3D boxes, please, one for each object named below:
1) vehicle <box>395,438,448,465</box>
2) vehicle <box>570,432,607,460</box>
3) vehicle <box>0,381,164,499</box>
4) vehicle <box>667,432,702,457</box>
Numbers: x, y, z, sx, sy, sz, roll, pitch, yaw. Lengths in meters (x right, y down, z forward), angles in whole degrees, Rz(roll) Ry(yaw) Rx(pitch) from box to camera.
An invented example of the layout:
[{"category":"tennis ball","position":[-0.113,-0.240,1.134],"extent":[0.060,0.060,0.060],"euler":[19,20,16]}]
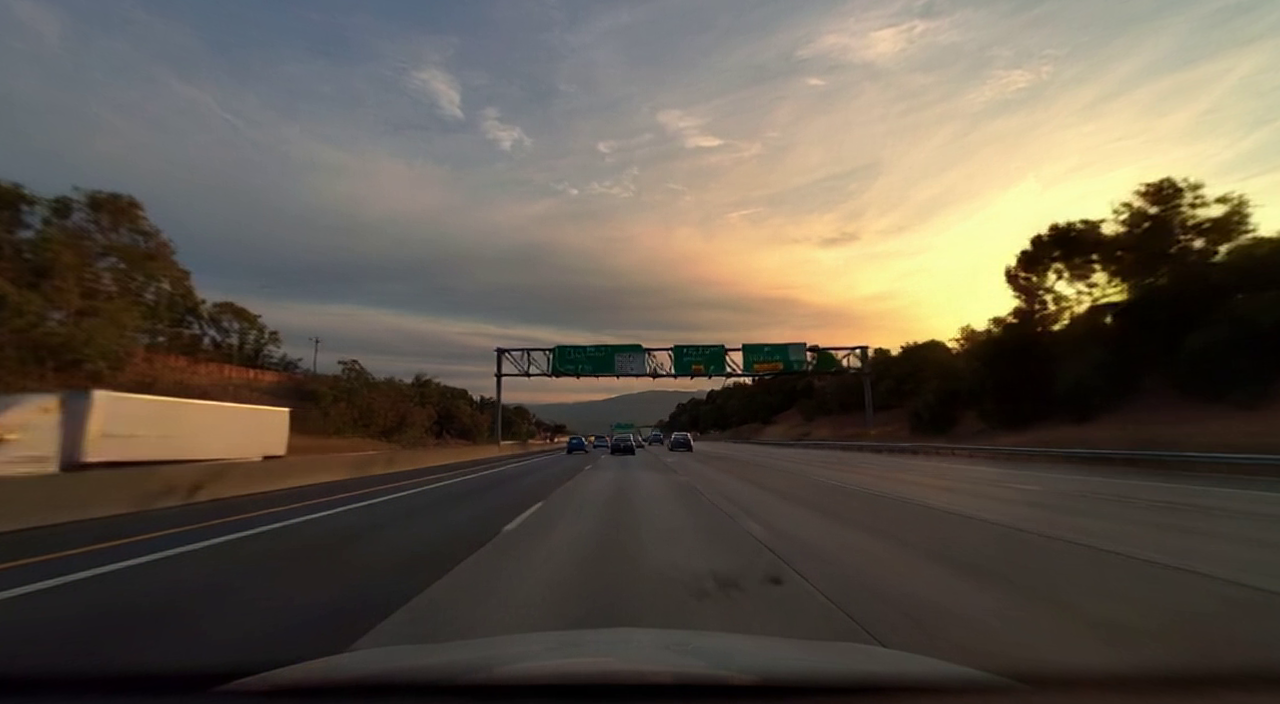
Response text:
[{"category":"vehicle","position":[-13.883,6.349,40.250],"extent":[1.955,1.610,4.076],"euler":[0,-8,0]},{"category":"vehicle","position":[-3.123,5.780,38.705],"extent":[2.119,1.629,3.946],"euler":[0,-8,-2]},{"category":"vehicle","position":[-21.630,3.244,23.414],"extent":[2.957,3.789,5.977],"euler":[0,-8,-1]},{"category":"vehicle","position":[3.132,6.616,45.172],"extent":[2.066,1.673,4.225],"euler":[0,-8,-2]}]
